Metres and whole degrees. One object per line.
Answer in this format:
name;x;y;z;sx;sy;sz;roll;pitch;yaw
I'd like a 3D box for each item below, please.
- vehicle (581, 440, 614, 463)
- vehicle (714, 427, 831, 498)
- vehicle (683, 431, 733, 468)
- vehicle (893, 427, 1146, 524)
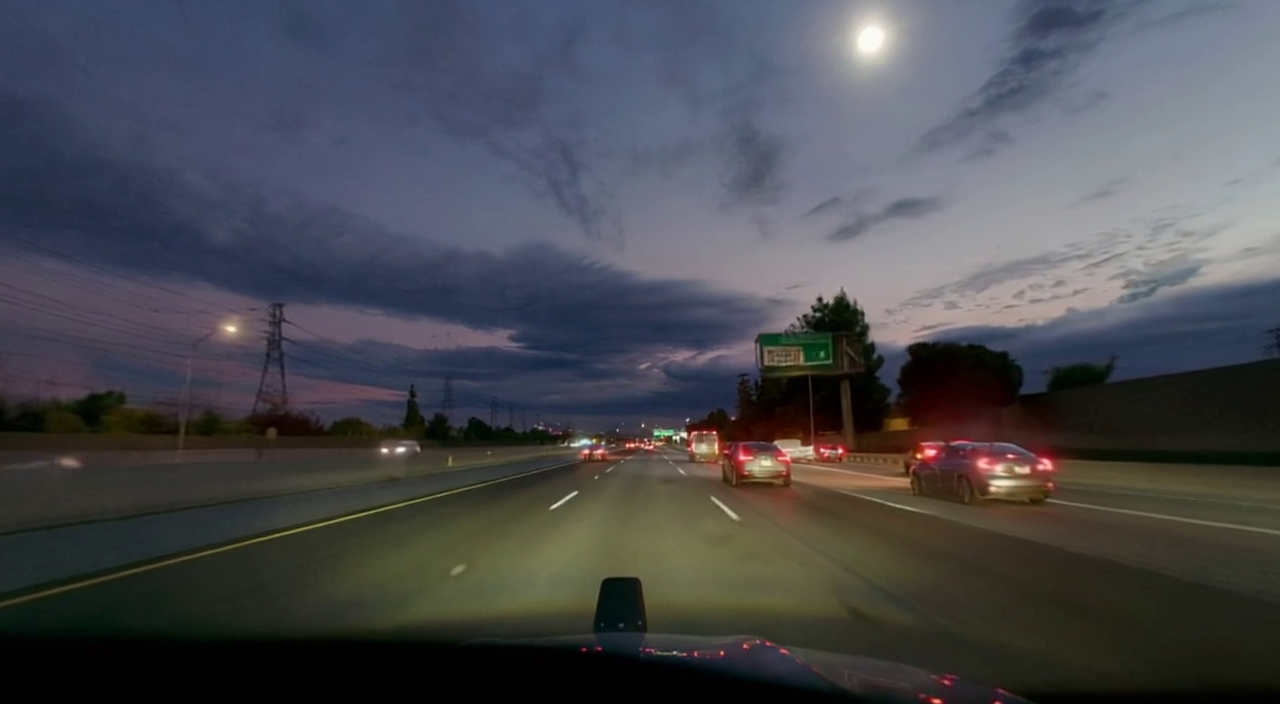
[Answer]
vehicle;-3.165;7.491;47.635;2.106;1.682;4.395;-1;-8;2
vehicle;3.387;2.935;17.125;2.146;1.639;4.475;0;-8;-1
vehicle;4.024;5.897;38.328;2.442;2.022;5.466;0;-8;0
vehicle;7.026;2.318;12.507;1.988;1.518;4.856;0;-8;0
